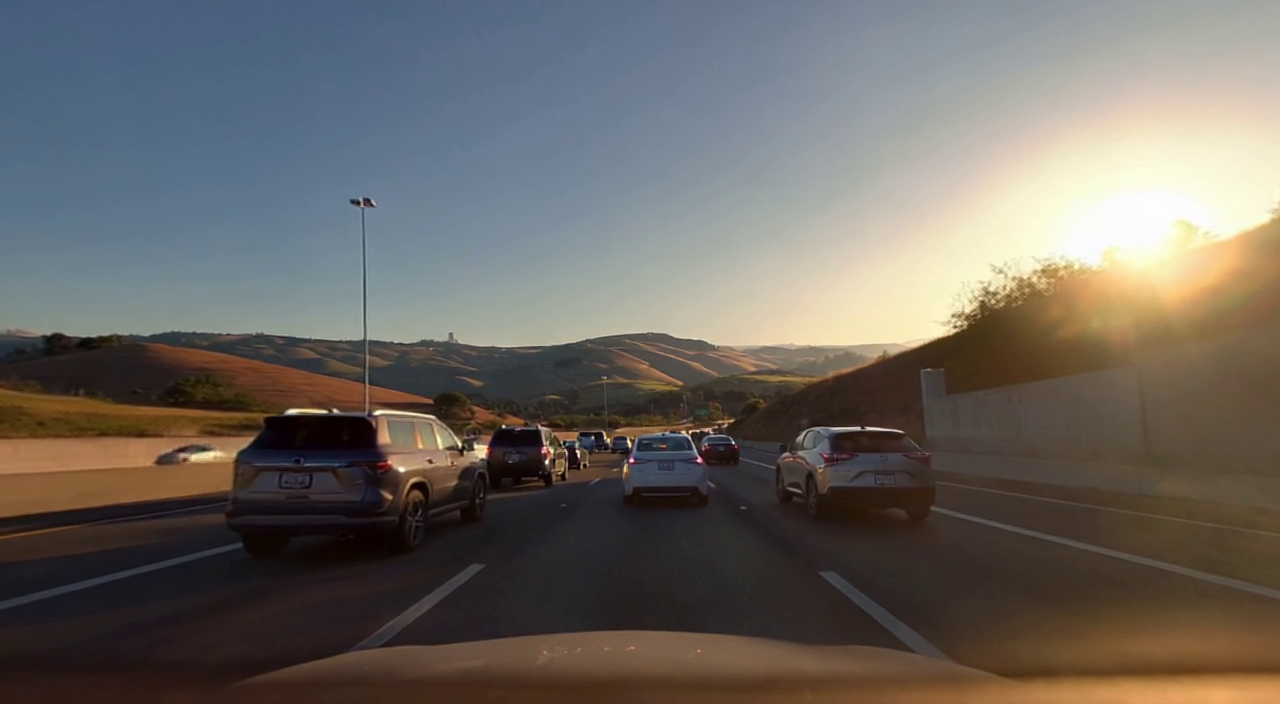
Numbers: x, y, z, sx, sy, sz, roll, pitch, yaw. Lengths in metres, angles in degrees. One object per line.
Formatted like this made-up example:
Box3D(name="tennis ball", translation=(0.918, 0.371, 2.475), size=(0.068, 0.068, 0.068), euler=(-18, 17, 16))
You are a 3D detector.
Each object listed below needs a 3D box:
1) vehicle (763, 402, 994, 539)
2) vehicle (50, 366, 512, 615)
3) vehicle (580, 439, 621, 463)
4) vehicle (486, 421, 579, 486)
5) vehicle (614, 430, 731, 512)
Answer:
Box3D(name="vehicle", translation=(3.528, 1.860, 10.484), size=(2.046, 1.765, 4.534), euler=(0, -8, 0))
Box3D(name="vehicle", translation=(-3.316, 1.442, 7.604), size=(2.301, 1.902, 5.374), euler=(0, -8, 1))
Box3D(name="vehicle", translation=(-2.343, 6.021, 38.348), size=(1.973, 1.378, 3.677), euler=(-1, -8, 4))
Box3D(name="vehicle", translation=(-3.253, 3.207, 20.209), size=(1.997, 1.806, 5.002), euler=(0, -8, 2))
Box3D(name="vehicle", translation=(0.607, 2.457, 13.571), size=(2.105, 1.471, 4.349), euler=(0, -8, 1))
